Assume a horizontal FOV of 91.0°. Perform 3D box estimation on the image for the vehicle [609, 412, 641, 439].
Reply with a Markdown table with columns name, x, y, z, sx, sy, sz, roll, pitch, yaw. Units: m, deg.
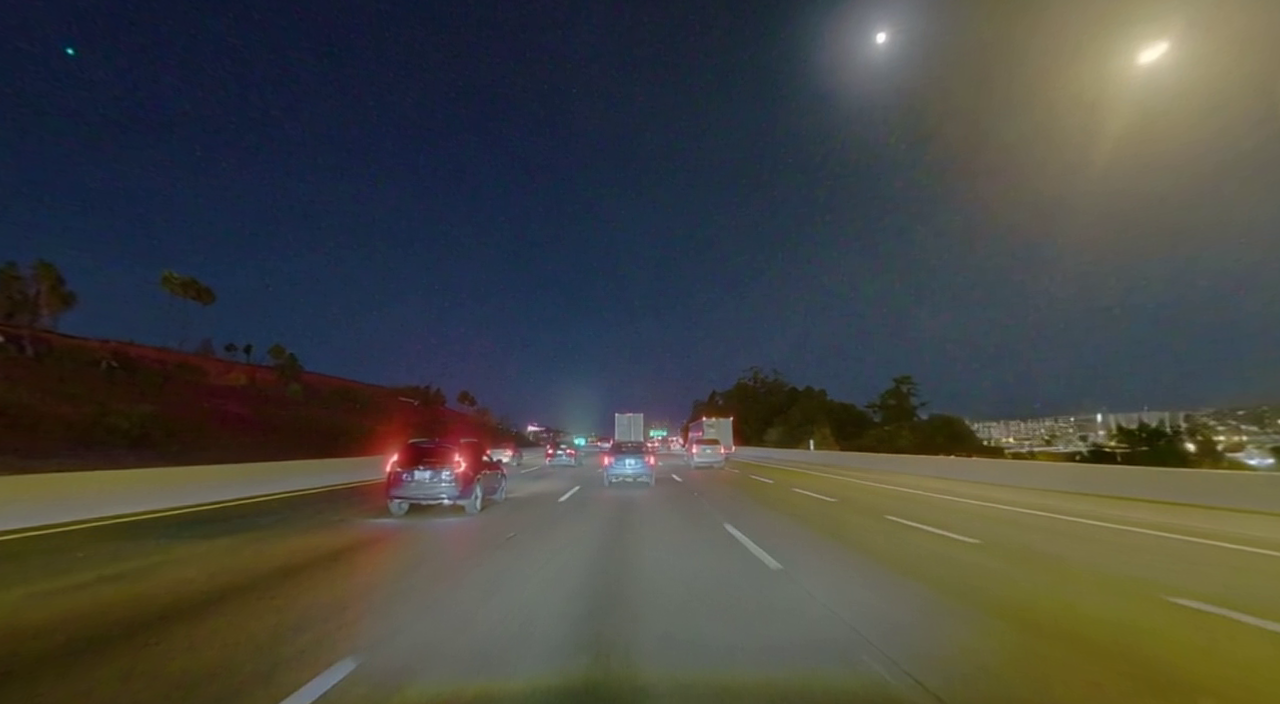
| name | x | y | z | sx | sy | sz | roll | pitch | yaw |
| --- | --- | --- | --- | --- | --- | --- | --- | --- | --- |
| vehicle | -1.092 | 5.409 | 46.017 | 2.206 | 1.803 | 4.569 | 0 | -8 | -1 |

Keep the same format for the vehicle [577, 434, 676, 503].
| name | x | y | z | sx | sy | sz | roll | pitch | yaw |
| --- | --- | --- | --- | --- | --- | --- | --- | --- | --- |
| vehicle | -0.307 | 2.829 | 15.724 | 2.136 | 1.470 | 3.971 | 0 | -8 | 0 |

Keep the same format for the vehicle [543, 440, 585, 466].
| name | x | y | z | sx | sy | sz | roll | pitch | yaw |
| --- | --- | --- | --- | --- | --- | --- | --- | --- | --- |
| vehicle | -4.467 | 5.995 | 37.568 | 1.998 | 1.423 | 4.436 | 0 | -8 | 0 |

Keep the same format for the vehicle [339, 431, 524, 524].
| name | x | y | z | sx | sy | sz | roll | pitch | yaw |
| --- | --- | --- | --- | --- | --- | --- | --- | --- | --- |
| vehicle | -3.758 | 2.343 | 12.358 | 2.064 | 1.475 | 4.489 | 0 | -8 | 0 |

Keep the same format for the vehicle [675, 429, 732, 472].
| name | x | y | z | sx | sy | sz | roll | pitch | yaw |
| --- | --- | --- | --- | --- | --- | --- | --- | --- | --- |
| vehicle | 2.935 | 4.686 | 30.037 | 2.173 | 1.870 | 4.499 | 0 | -8 | -1 |
